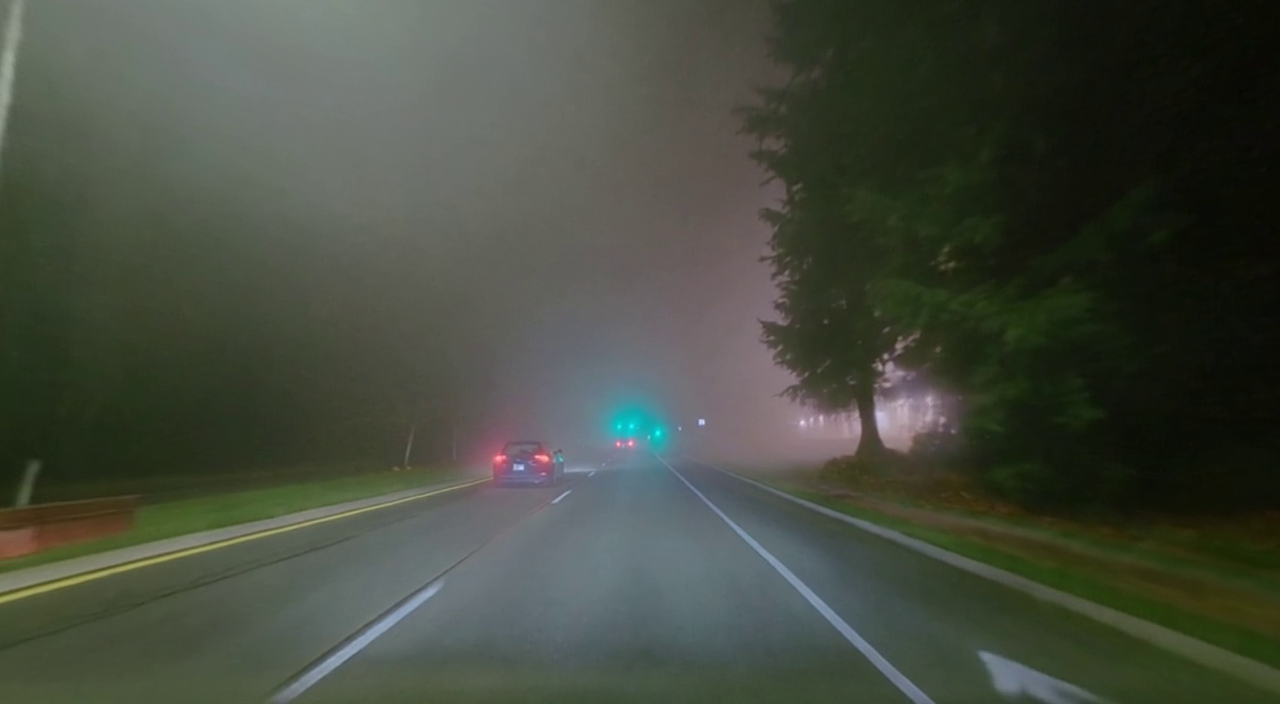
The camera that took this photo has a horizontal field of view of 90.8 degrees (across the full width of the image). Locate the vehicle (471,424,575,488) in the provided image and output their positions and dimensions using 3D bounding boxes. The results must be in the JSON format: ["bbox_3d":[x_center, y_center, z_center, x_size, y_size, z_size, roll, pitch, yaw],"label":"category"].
[{"bbox_3d":[-3.421,3.147,19.511,2.202,1.685,4.772,-1,-8,1],"label":"vehicle"}]
